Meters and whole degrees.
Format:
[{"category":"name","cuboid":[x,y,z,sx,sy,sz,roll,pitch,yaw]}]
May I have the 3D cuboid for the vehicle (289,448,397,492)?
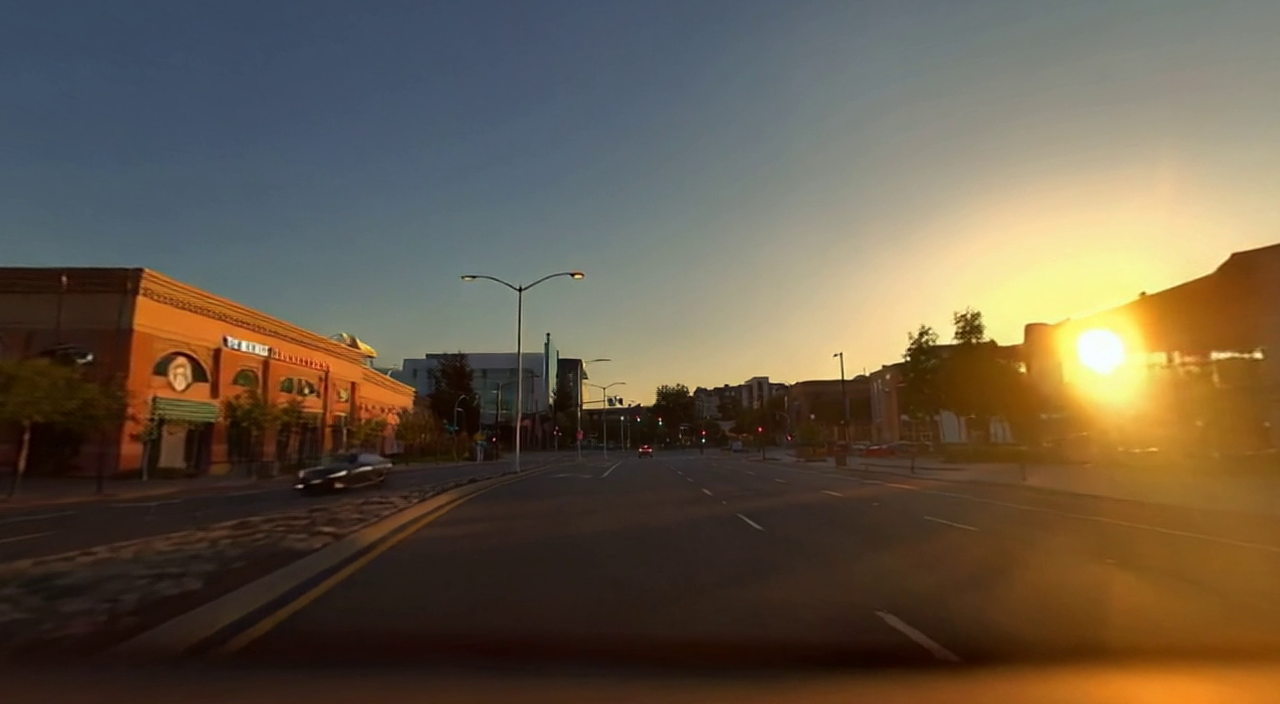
[{"category":"vehicle","cuboid":[-10.938,4.344,23.709,1.929,1.476,4.590,0,-9,-2]}]
